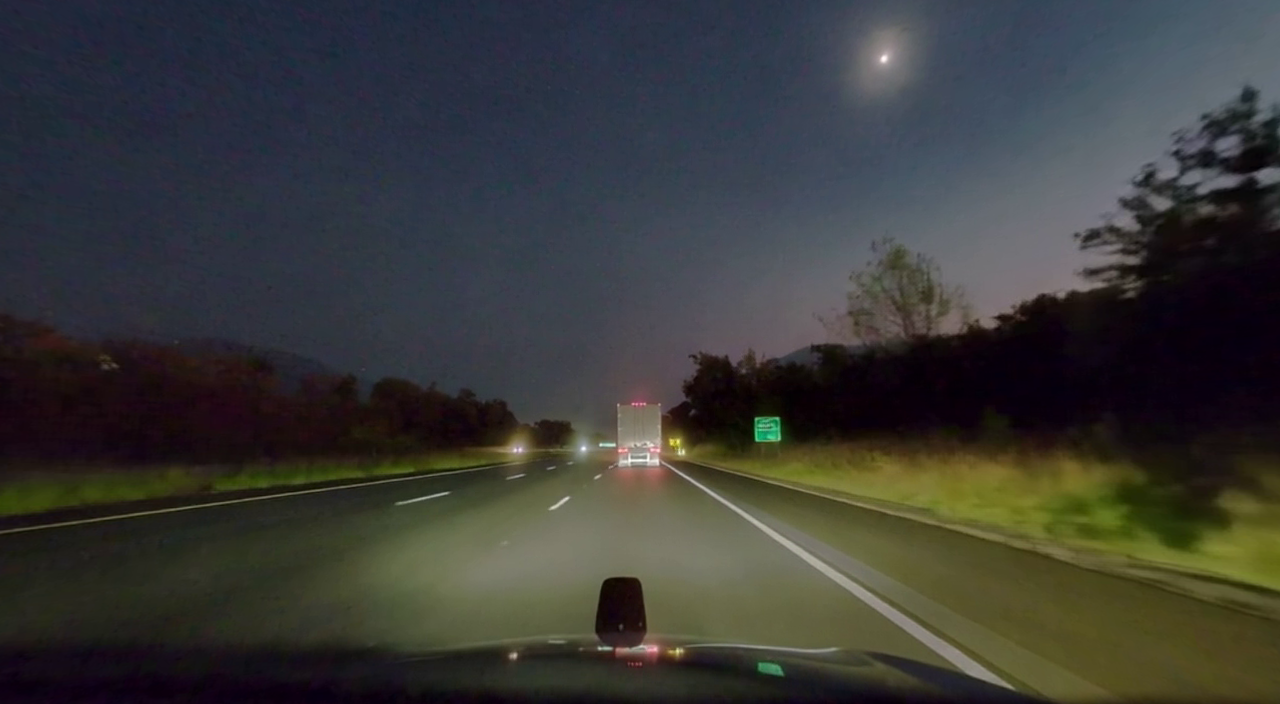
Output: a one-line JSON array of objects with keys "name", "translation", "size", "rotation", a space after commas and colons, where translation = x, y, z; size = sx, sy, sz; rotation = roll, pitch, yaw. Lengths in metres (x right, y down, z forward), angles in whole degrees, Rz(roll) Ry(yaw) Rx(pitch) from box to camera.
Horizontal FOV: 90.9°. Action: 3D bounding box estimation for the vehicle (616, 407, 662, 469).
[{"name": "vehicle", "translation": [-0.172, 6.409, 46.367], "size": [2.982, 3.947, 11.075], "rotation": [0, -9, -1]}]
